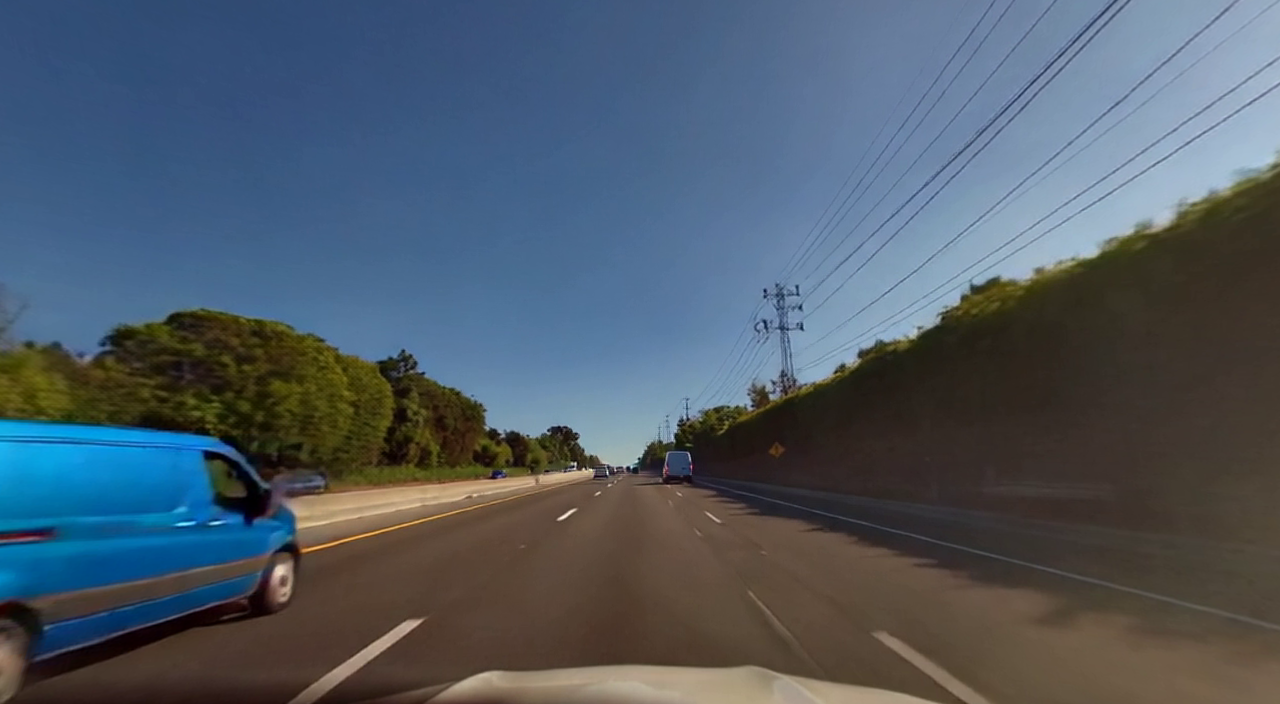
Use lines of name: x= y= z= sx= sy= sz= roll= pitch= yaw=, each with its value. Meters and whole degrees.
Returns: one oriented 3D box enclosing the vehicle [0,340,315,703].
vehicle: x=-3.776 y=0.851 z=2.759 sx=2.153 sy=1.756 sz=4.730 roll=1 pitch=-11 yaw=0
